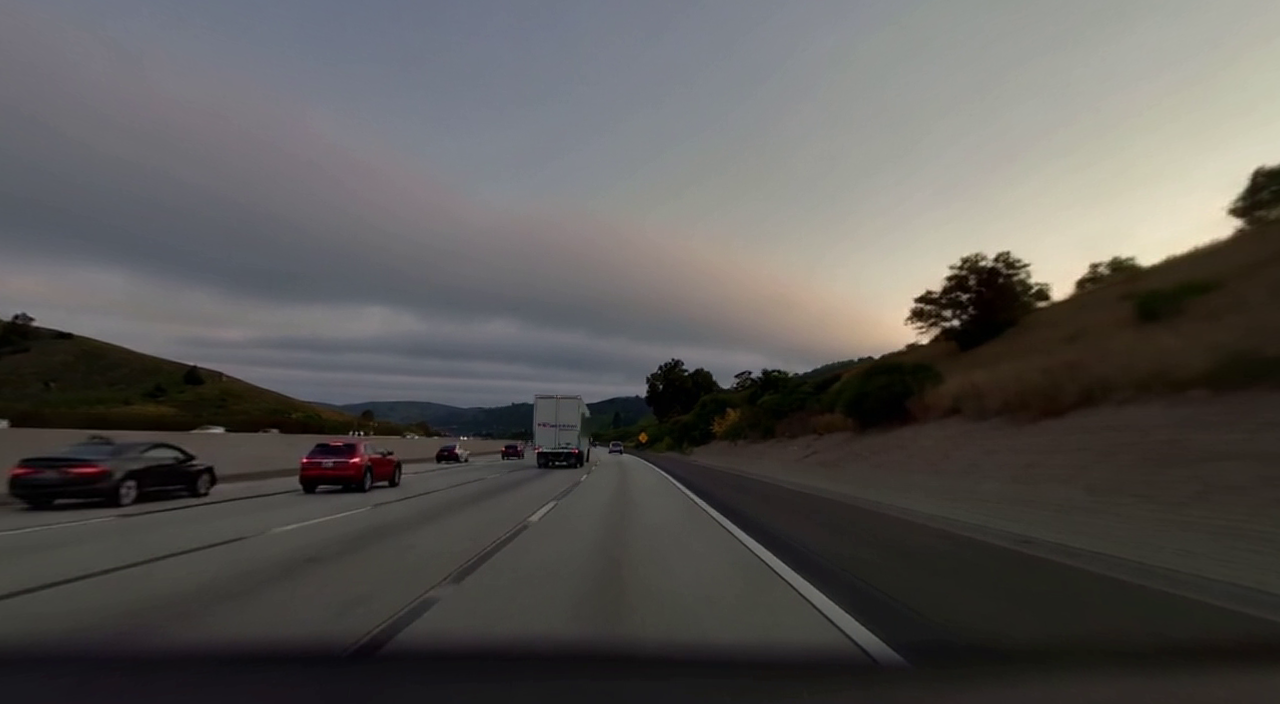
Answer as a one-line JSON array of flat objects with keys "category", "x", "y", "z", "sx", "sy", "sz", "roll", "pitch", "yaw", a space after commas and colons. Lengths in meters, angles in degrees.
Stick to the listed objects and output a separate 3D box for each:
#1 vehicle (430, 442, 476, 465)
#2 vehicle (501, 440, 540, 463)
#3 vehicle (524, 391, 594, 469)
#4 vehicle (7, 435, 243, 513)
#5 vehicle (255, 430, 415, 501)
[{"category": "vehicle", "x": -12.593, "y": 6.856, "z": 42.662, "sx": 1.868, "sy": 1.454, "sz": 4.290, "roll": 1, "pitch": -9, "yaw": -1}, {"category": "vehicle", "x": -9.046, "y": 7.563, "z": 48.030, "sx": 2.128, "sy": 1.658, "sz": 4.443, "roll": 1, "pitch": -9, "yaw": -1}, {"category": "vehicle", "x": -4.752, "y": 5.115, "z": 39.870, "sx": 2.880, "sy": 4.025, "sz": 14.064, "roll": 1, "pitch": -8, "yaw": -1}, {"category": "vehicle", "x": -11.383, "y": 2.688, "z": 14.387, "sx": 1.908, "sy": 1.491, "sz": 4.048, "roll": 1, "pitch": -9, "yaw": 0}, {"category": "vehicle", "x": -8.159, "y": 3.071, "z": 17.455, "sx": 2.099, "sy": 1.644, "sz": 4.638, "roll": 1, "pitch": -9, "yaw": 0}]
